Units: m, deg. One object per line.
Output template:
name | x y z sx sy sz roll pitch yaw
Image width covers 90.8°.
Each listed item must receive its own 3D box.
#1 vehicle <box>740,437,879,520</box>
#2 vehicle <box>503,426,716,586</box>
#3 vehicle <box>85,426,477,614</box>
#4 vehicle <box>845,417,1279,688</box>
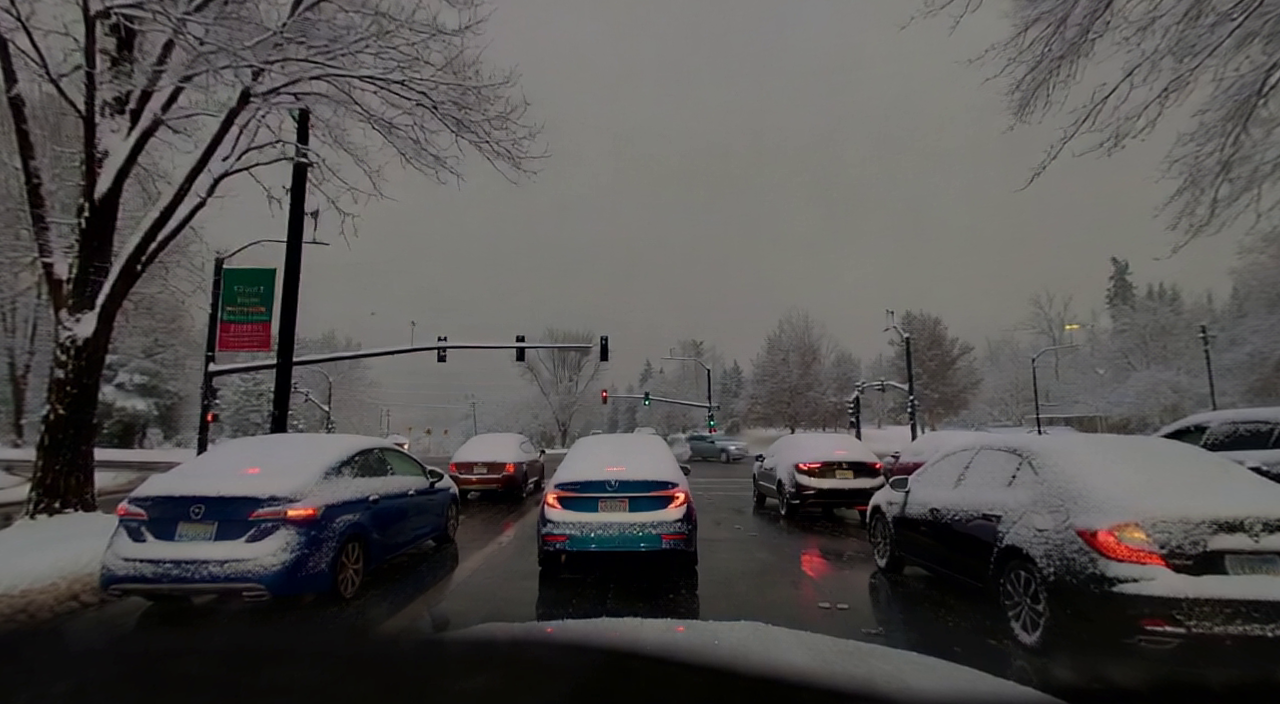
vehicle | 3.397 2.610 13.489 1.852 1.498 3.825 0 -9 -1
vehicle | -0.311 1.729 7.823 1.994 1.479 3.647 0 -9 -1
vehicle | -3.362 1.638 7.081 1.929 1.457 4.136 0 -9 0
vehicle | 3.598 1.439 5.761 1.953 1.471 4.470 0 -9 0
